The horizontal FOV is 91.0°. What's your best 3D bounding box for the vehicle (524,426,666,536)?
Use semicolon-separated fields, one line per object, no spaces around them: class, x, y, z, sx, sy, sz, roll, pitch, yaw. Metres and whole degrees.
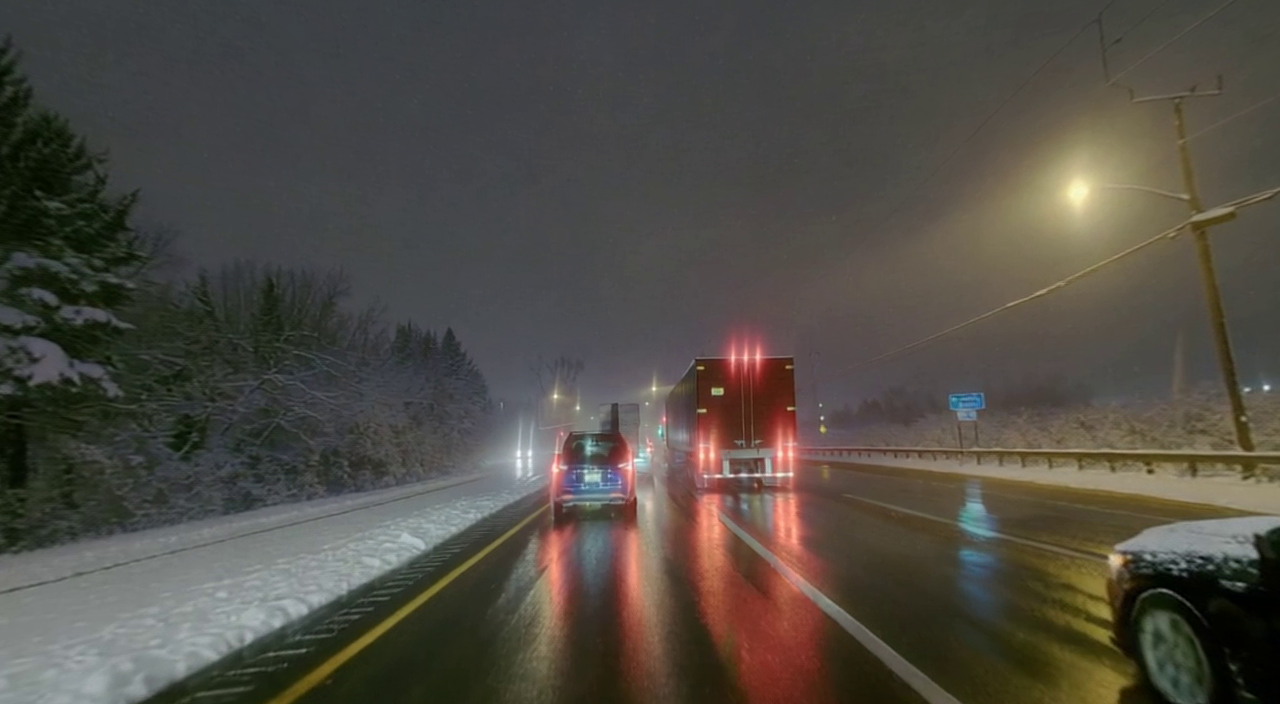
vehicle;-0.674;2.133;11.041;2.009;1.554;4.013;0;-8;-1

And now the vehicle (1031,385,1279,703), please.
vehicle;3.581;0.781;1.757;1.960;1.515;4.713;0;-8;0

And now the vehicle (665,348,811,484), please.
vehicle;3.441;3.187;28.309;3.591;4.290;16.696;0;-8;-1
